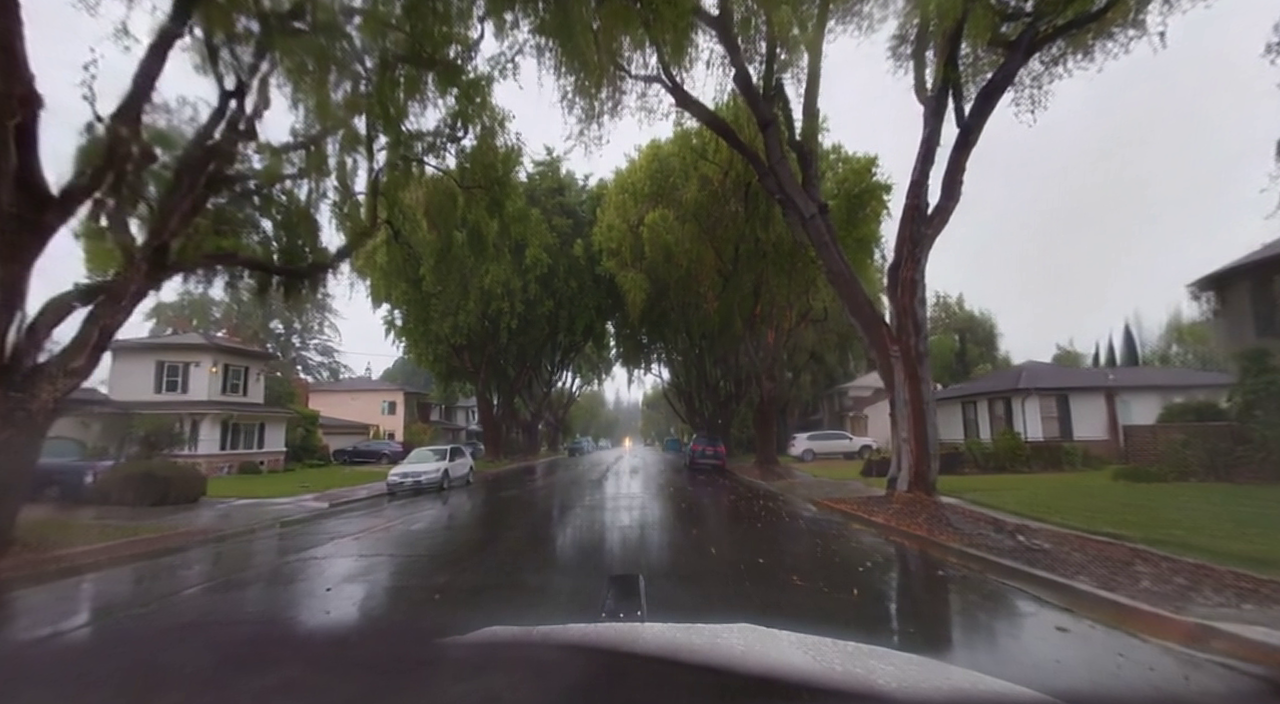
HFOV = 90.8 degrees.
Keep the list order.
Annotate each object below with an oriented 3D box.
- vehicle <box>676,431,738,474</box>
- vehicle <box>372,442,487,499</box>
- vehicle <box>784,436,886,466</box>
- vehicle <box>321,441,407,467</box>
[{"bbox_3d":[3.086,4.784,30.284,2.241,1.875,5.059,0,-8,-2],"label":"vehicle"},{"bbox_3d":[-6.458,3.640,19.924,2.099,1.399,4.357,-4,-8,1],"label":"vehicle"},{"bbox_3d":[10.323,5.285,33.829,5.041,1.486,1.969,-2,-8,12],"label":"vehicle"},{"bbox_3d":[-16.334,6.032,37.462,4.276,1.463,1.832,-1,-8,6],"label":"vehicle"}]
